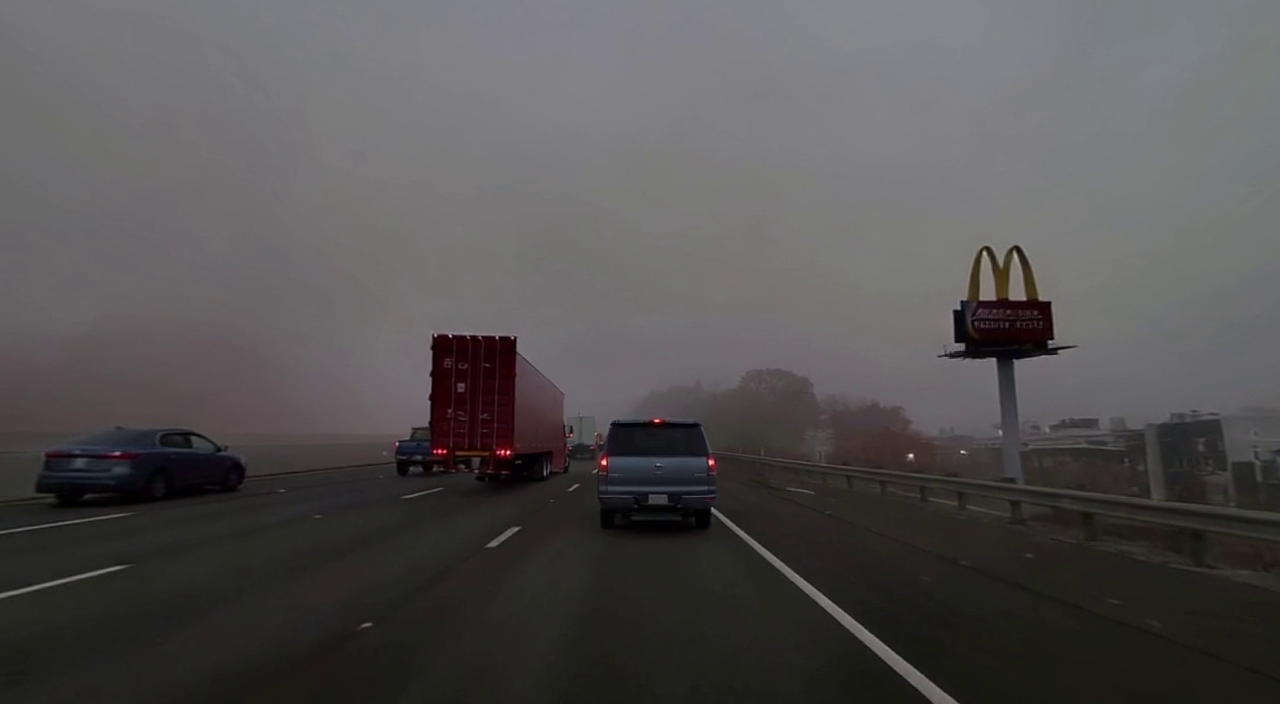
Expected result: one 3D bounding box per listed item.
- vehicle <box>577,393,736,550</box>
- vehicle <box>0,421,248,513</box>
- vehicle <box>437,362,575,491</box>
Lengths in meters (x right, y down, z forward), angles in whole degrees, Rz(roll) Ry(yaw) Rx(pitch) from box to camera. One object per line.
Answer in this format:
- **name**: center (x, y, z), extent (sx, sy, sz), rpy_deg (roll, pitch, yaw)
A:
- **vehicle**: center (0.139, 1.771, 9.851), extent (1.947, 1.910, 4.040), rpy_deg (0, -9, -2)
- **vehicle**: center (-11.256, 2.500, 14.170), extent (1.915, 1.710, 4.670), rpy_deg (0, -9, -1)
- **vehicle**: center (-4.074, 2.648, 21.515), extent (2.814, 3.513, 8.529), rpy_deg (0, -9, 0)
